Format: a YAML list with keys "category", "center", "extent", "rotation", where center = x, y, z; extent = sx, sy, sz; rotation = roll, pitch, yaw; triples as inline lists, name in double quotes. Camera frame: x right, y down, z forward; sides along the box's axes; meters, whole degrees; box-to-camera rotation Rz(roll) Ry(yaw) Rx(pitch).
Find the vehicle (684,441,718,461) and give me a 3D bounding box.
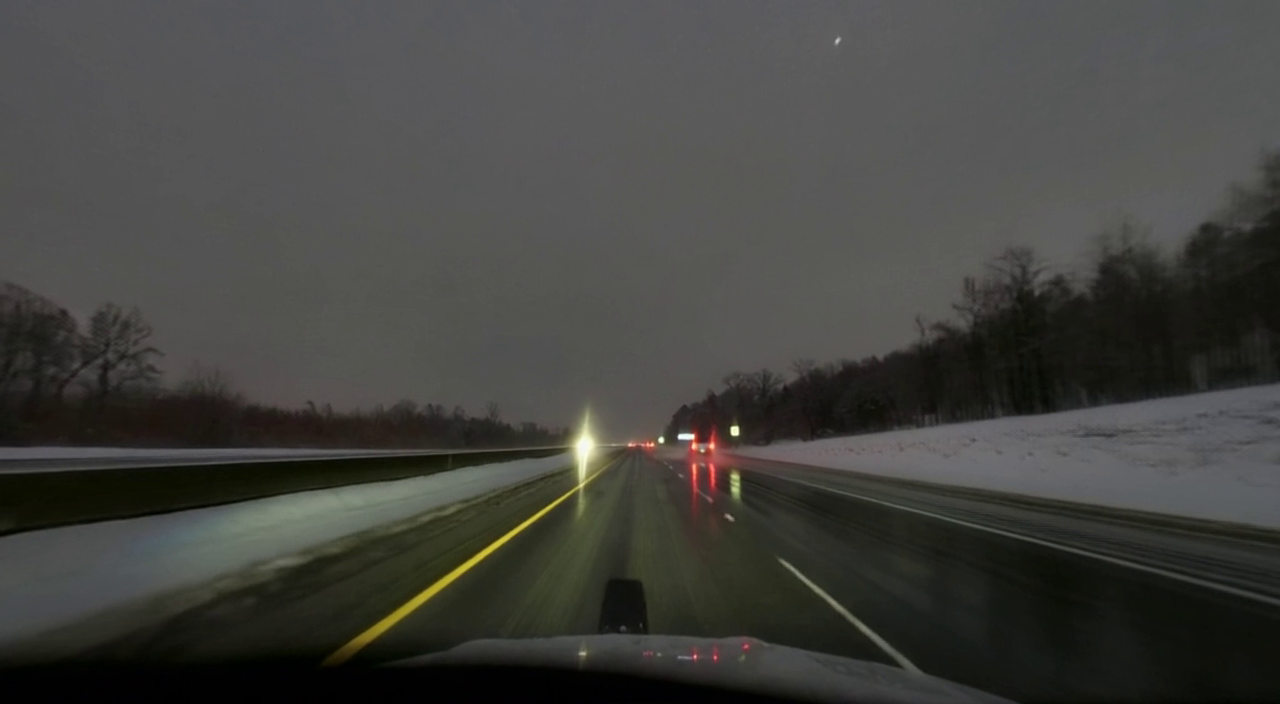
- category: "vehicle"
  center: [4.577, 7.509, 48.031]
  extent: [2.012, 1.476, 4.256]
  rotation: [0, -8, -2]
